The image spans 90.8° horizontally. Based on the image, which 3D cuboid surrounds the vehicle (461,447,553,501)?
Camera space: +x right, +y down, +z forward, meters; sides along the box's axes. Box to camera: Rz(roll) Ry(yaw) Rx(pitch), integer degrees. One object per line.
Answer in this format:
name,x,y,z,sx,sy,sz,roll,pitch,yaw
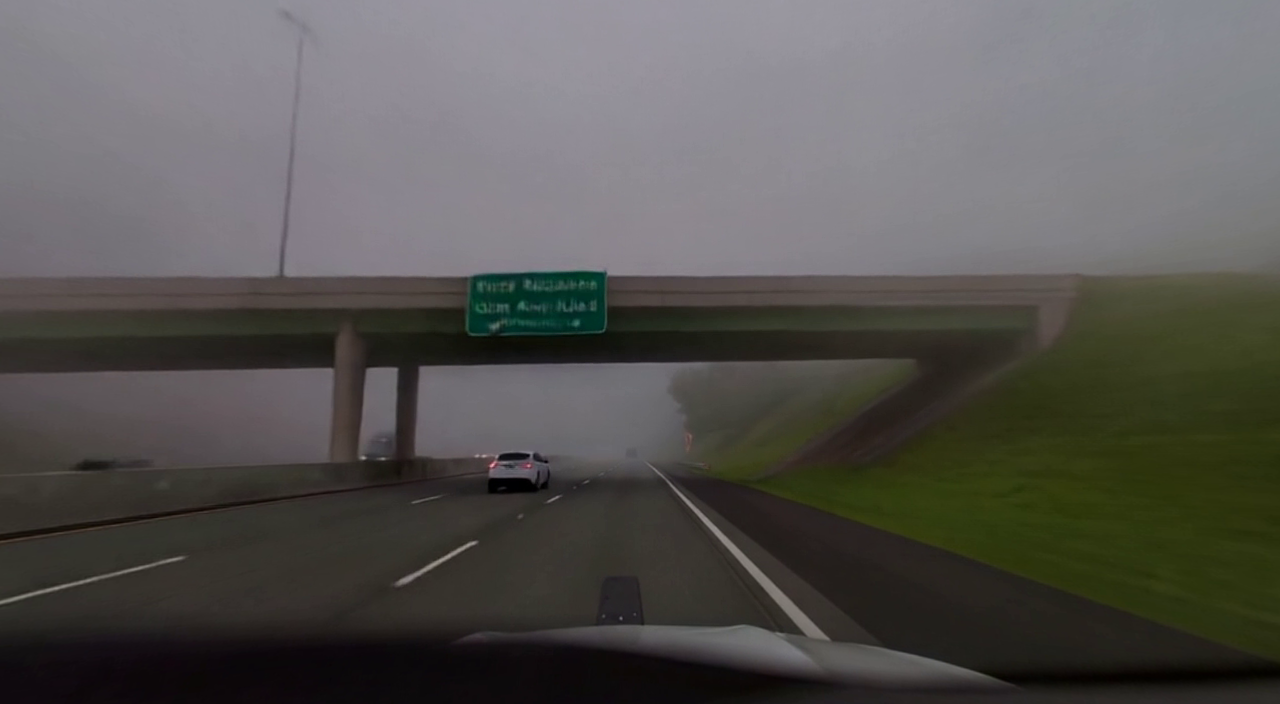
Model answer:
vehicle,-4.039,3.780,19.906,1.992,1.504,4.117,0,-9,0
